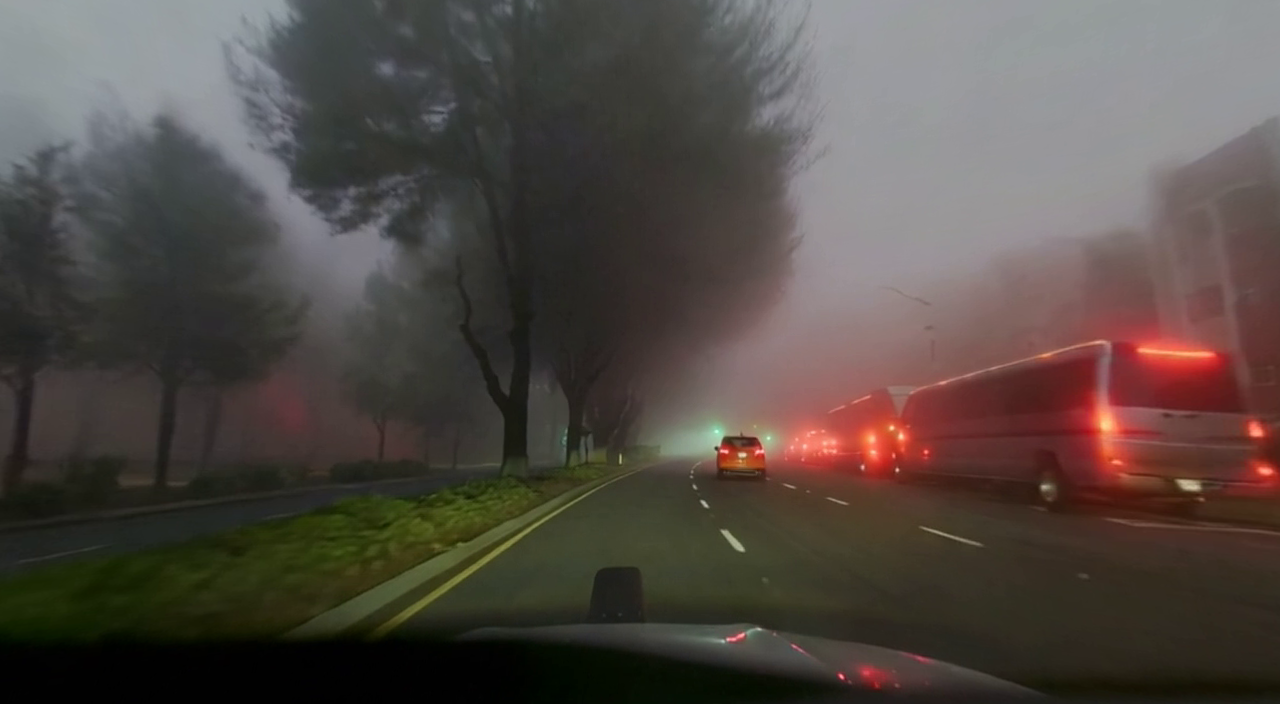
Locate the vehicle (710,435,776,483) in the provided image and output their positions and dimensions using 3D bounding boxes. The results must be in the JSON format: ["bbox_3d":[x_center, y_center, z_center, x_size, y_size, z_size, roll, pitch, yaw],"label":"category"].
[{"bbox_3d":[4.211,4.429,26.575,2.215,1.812,4.569,0,-8,3],"label":"vehicle"}]

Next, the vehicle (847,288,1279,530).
[{"bbox_3d":[10.608,2.275,20.037,2.887,4.158,18.418,-1,-8,3],"label":"vehicle"}]
